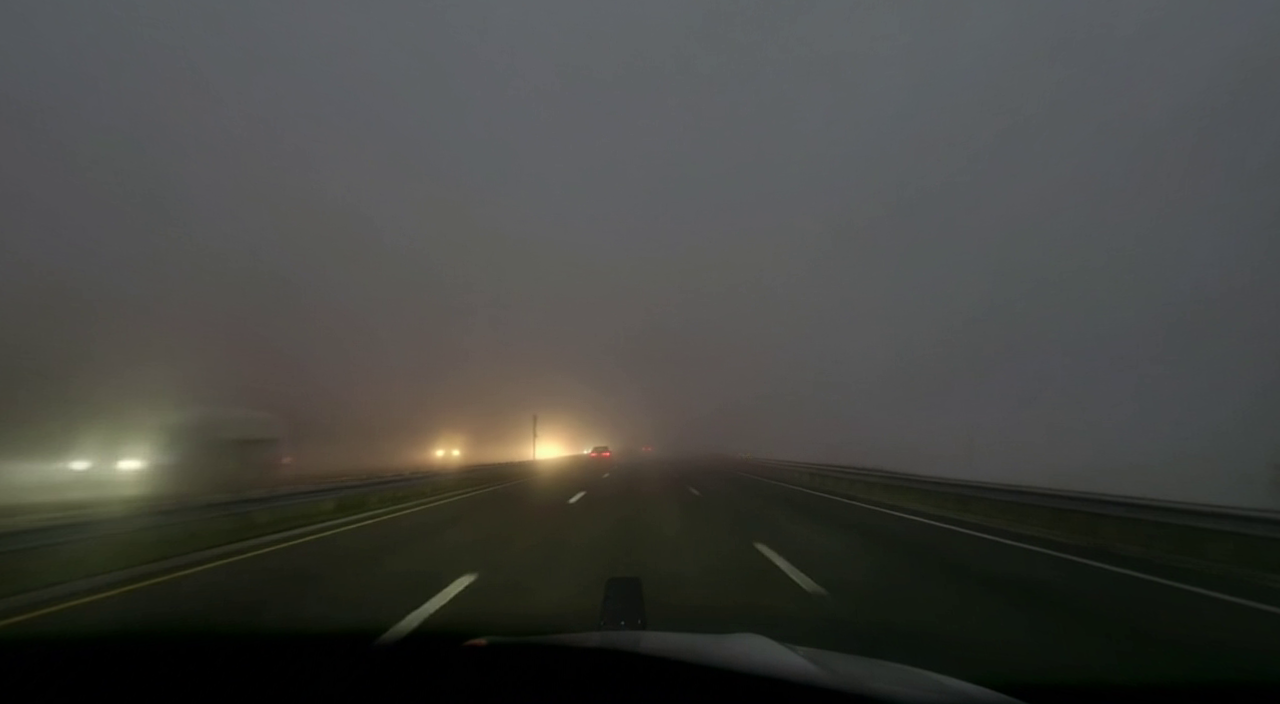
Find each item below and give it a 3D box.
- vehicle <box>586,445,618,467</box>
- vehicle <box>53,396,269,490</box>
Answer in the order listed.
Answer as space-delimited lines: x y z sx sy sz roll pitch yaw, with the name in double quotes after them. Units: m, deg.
-2.679 7.556 45.966 1.991 1.473 4.707 0 -9 1 "vehicle"
-18.162 3.611 24.762 2.576 3.132 7.322 0 -9 0 "vehicle"
